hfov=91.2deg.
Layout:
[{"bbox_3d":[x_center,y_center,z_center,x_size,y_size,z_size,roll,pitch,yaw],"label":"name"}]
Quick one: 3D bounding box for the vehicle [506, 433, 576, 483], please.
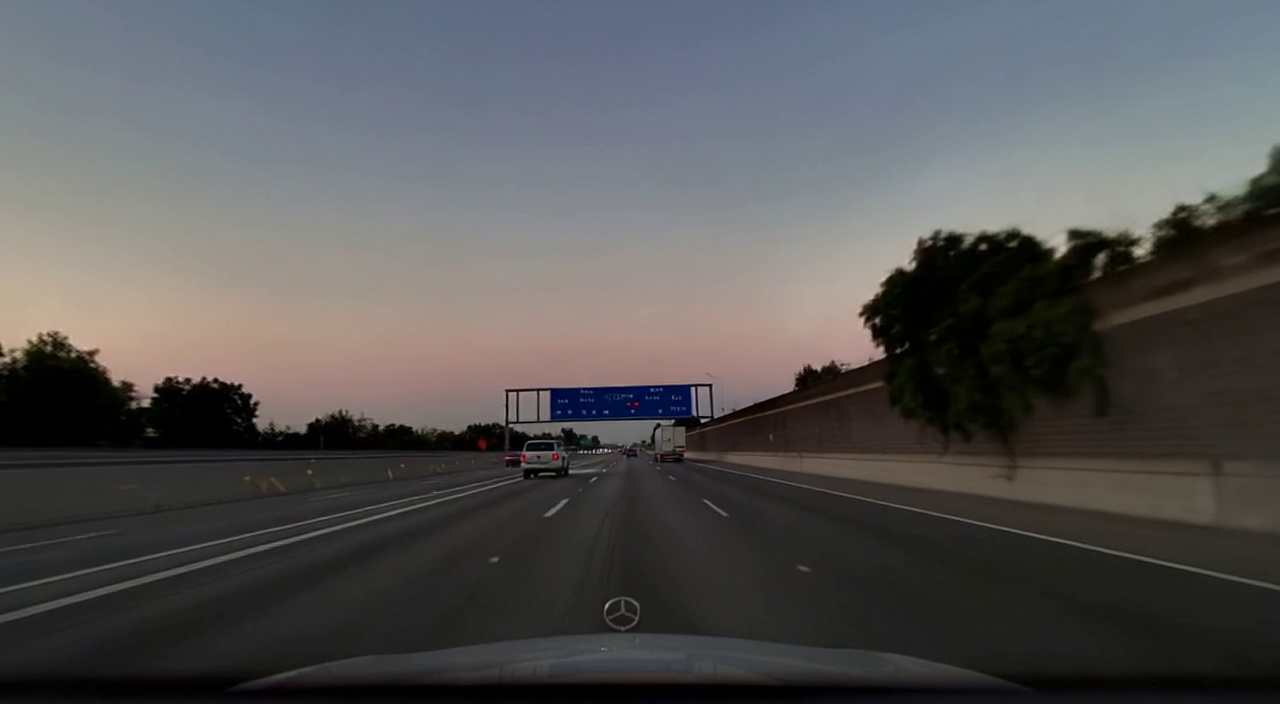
[{"bbox_3d":[-4.028,4.437,26.438,2.173,1.857,4.800,0,-9,0],"label":"vehicle"}]
